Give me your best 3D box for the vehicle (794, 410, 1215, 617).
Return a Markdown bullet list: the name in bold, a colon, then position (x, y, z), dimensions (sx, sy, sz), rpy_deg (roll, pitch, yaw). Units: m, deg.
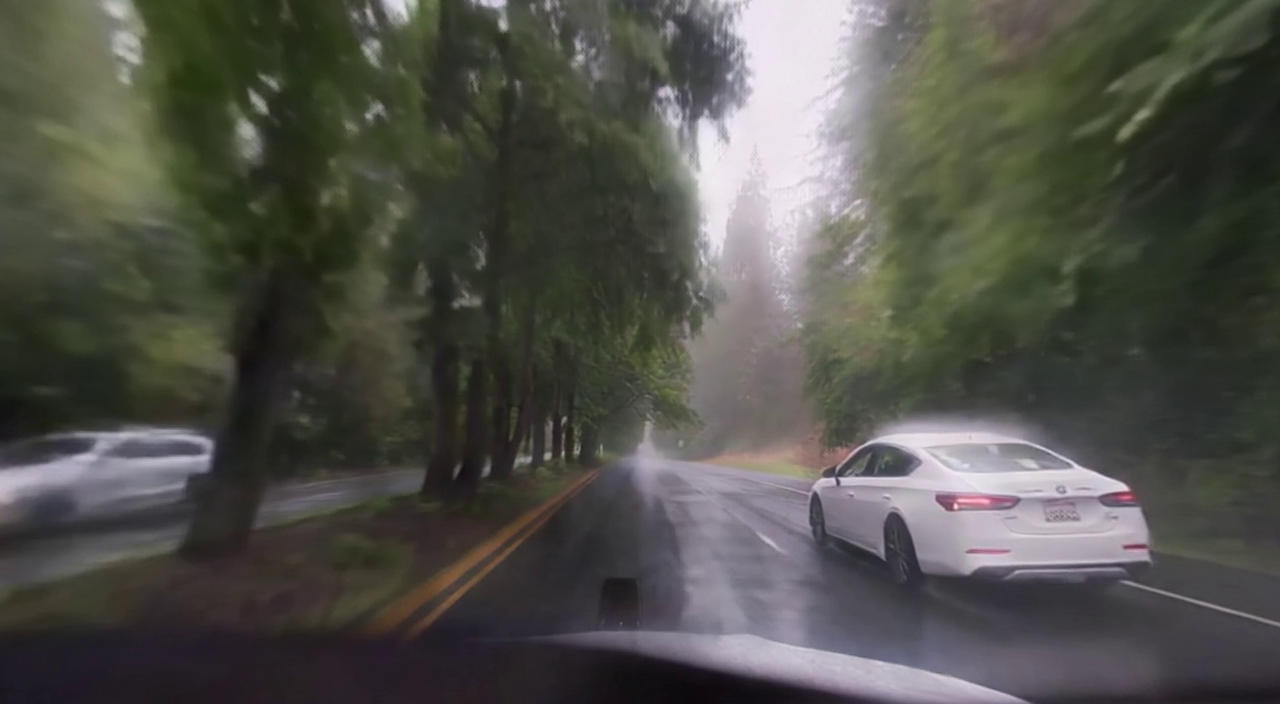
- **vehicle**: position (3.407, 1.606, 7.272), dimensions (2.060, 1.584, 4.592), rpy_deg (0, -9, 0)
